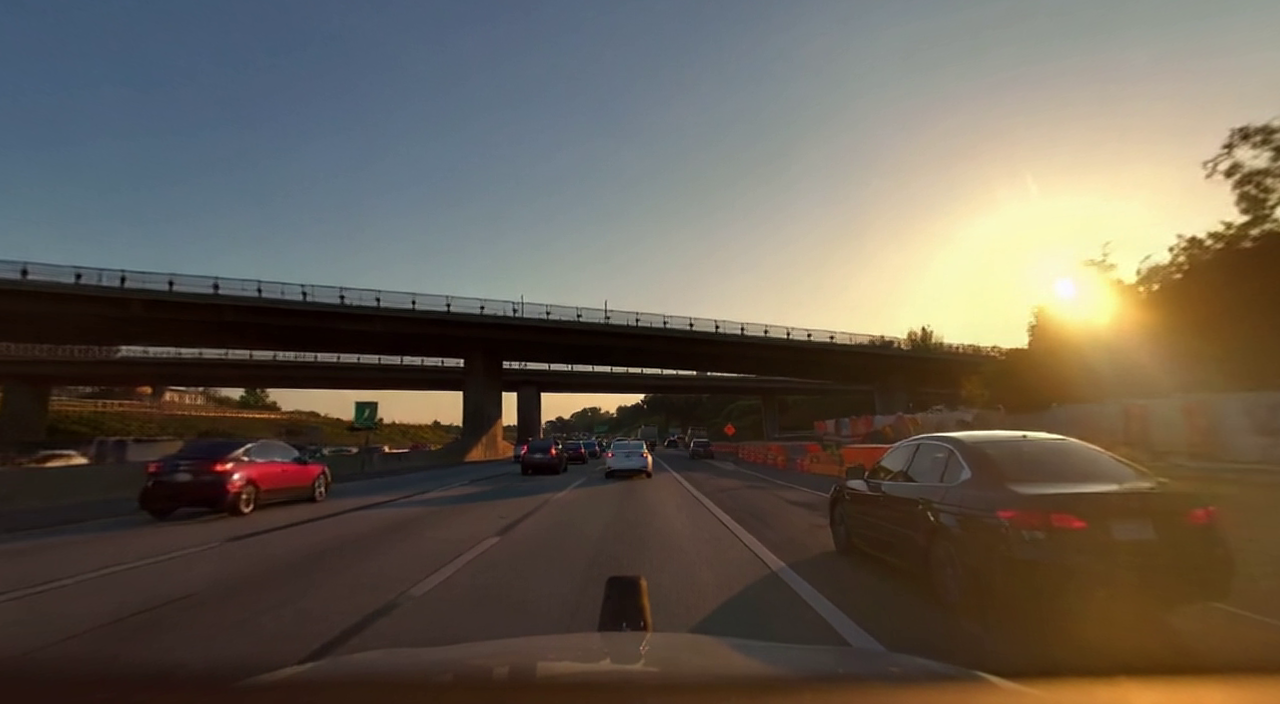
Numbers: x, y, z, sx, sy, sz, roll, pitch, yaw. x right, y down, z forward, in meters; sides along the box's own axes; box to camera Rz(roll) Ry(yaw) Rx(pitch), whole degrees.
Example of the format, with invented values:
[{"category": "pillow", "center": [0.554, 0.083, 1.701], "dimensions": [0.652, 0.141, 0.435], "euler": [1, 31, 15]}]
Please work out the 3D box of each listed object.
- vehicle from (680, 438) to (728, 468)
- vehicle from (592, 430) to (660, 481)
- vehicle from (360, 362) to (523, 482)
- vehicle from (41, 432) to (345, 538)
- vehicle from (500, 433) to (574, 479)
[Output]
[{"category": "vehicle", "center": [3.296, 5.322, 33.264], "dimensions": [2.003, 1.465, 4.092], "euler": [0, -8, -1]}, {"category": "vehicle", "center": [-0.470, 3.795, 23.343], "dimensions": [2.270, 1.696, 4.061], "euler": [0, -8, 0]}, {"category": "vehicle", "center": [-7.452, 3.041, 25.914], "dimensions": [2.959, 3.886, 10.574], "euler": [-1, -8, 2]}, {"category": "vehicle", "center": [-7.486, 2.244, 11.390], "dimensions": [1.948, 1.494, 4.749], "euler": [0, -8, 1]}, {"category": "vehicle", "center": [-3.985, 4.114, 25.157], "dimensions": [2.124, 1.639, 4.344], "euler": [0, -8, 2]}]
